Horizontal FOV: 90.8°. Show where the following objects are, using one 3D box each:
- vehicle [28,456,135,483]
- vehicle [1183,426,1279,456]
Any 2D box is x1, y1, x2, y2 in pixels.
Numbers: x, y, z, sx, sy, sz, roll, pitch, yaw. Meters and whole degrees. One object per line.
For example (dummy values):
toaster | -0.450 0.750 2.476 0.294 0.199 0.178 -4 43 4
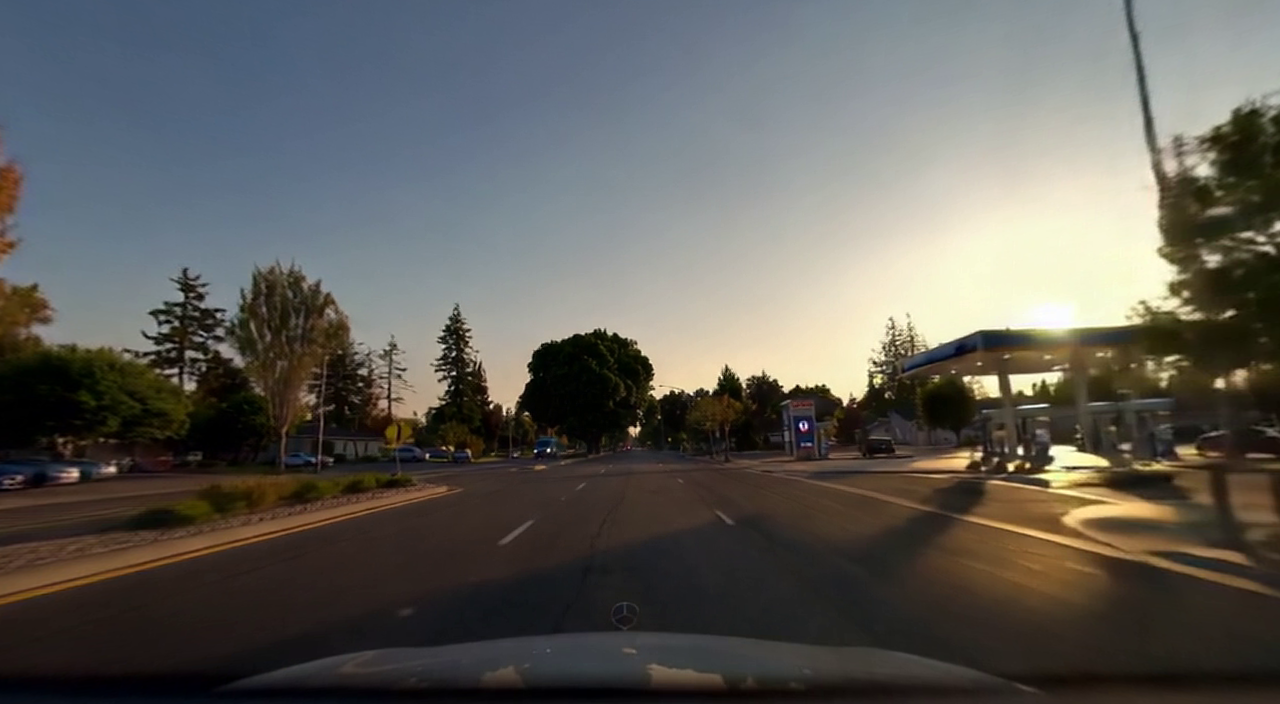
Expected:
vehicle | -31.272 6.563 35.460 4.287 1.432 1.794 0 -8 0
vehicle | 31.202 4.586 32.542 4.549 1.476 1.952 -1 -8 2
